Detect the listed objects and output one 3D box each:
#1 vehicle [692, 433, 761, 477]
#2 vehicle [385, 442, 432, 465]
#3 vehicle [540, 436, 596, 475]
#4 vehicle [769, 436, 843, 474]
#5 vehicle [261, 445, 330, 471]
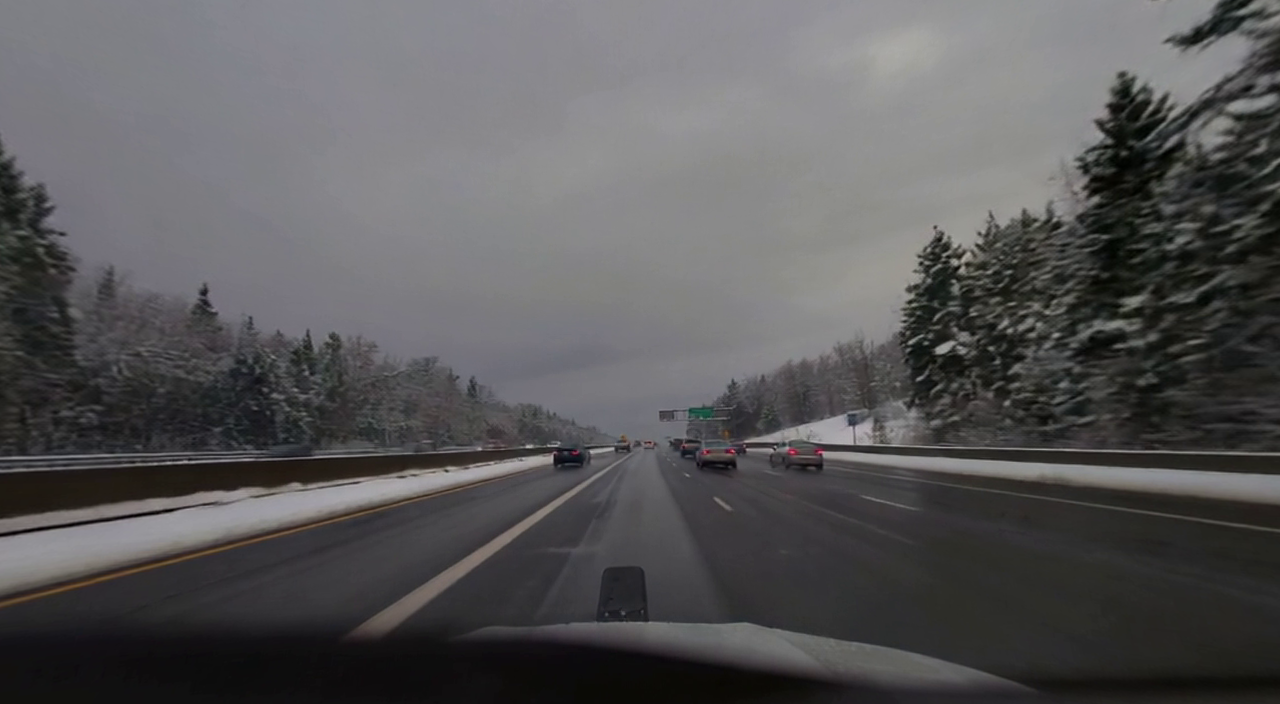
[{"bbox_3d":[3.462,4.208,26.036,2.146,1.639,4.475,-1,-8,-1],"label":"vehicle"},{"bbox_3d":[-15.901,7.005,43.548,1.777,1.474,3.706,-1,-8,1],"label":"vehicle"},{"bbox_3d":[-3.381,4.967,30.548,2.106,1.682,4.395,-1,-8,2],"label":"vehicle"},{"bbox_3d":[7.348,4.606,28.500,1.988,1.518,4.856,-1,-8,0],"label":"vehicle"},{"bbox_3d":[-20.985,6.448,38.632,1.752,1.436,4.162,-1,-8,2],"label":"vehicle"}]
